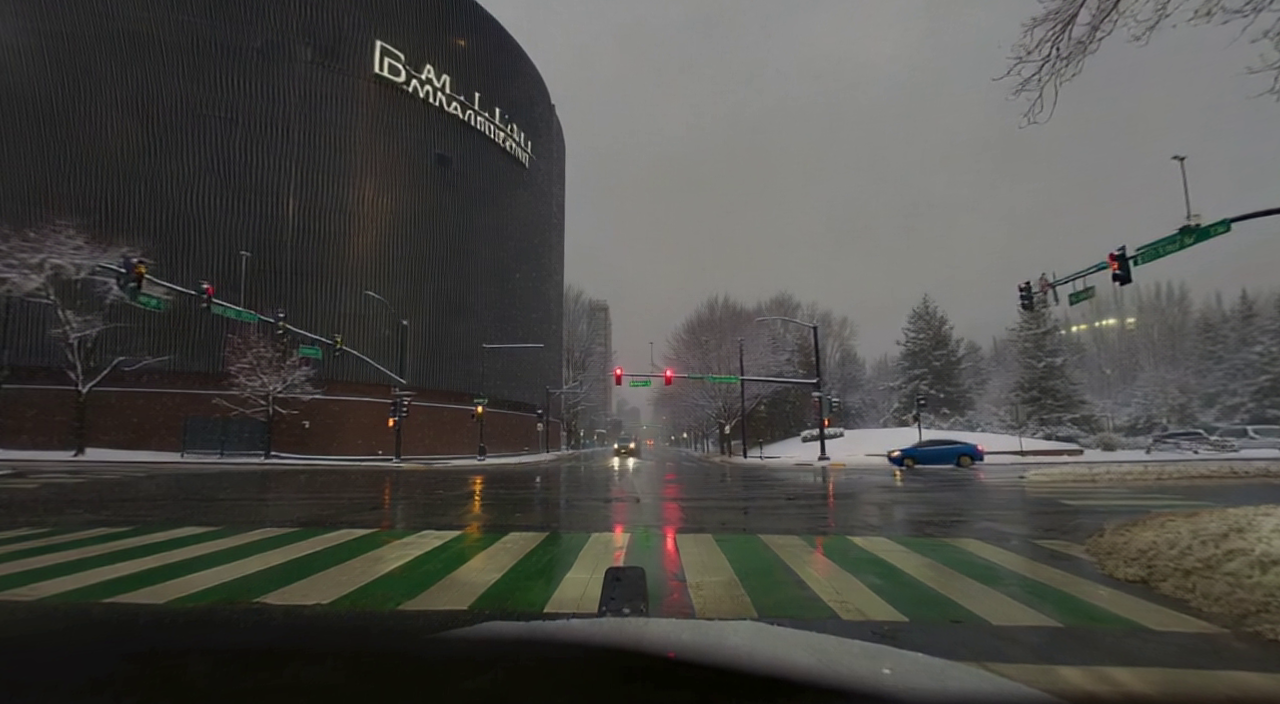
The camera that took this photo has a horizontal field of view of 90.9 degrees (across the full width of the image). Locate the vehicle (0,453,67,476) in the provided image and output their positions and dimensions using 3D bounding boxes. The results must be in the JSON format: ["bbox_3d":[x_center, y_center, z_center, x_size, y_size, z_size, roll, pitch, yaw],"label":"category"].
[{"bbox_3d":[-41.654,7.636,42.770,3.698,1.467,1.779,0,-8,1],"label":"vehicle"}]

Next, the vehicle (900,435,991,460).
[{"bbox_3d":[18.592,5.868,38.552,4.529,1.457,1.981,-1,-8,5],"label":"vehicle"}]

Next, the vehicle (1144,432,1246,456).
[{"bbox_3d":[36.170,6.018,41.185,4.767,1.456,1.858,-1,-8,3],"label":"vehicle"}]

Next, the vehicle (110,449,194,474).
[{"bbox_3d":[-33.066,7.405,42.758,4.136,1.661,1.857,0,-8,1],"label":"vehicle"}]
